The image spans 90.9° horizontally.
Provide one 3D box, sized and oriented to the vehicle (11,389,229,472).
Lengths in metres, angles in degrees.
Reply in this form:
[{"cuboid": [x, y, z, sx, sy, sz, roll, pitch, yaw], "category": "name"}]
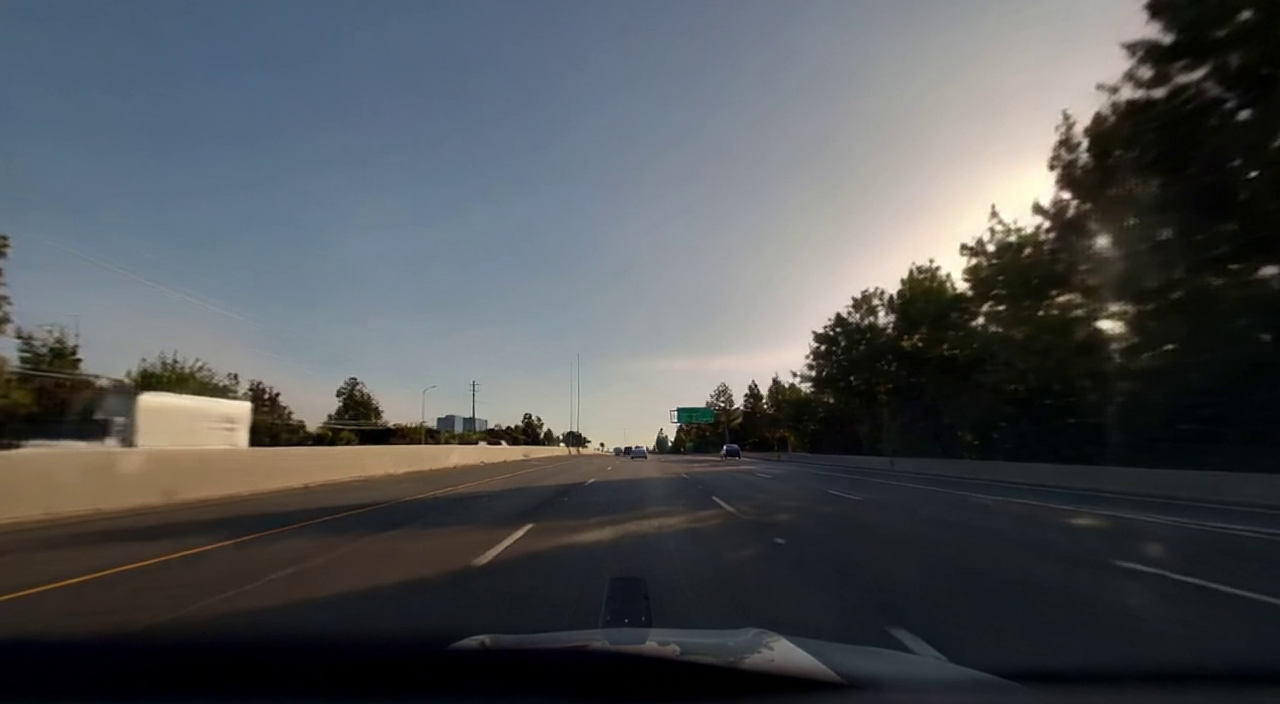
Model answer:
[{"cuboid": [-25.208, 4.008, 31.531, 2.936, 3.514, 9.249, 0, -8, 0], "category": "vehicle"}]
